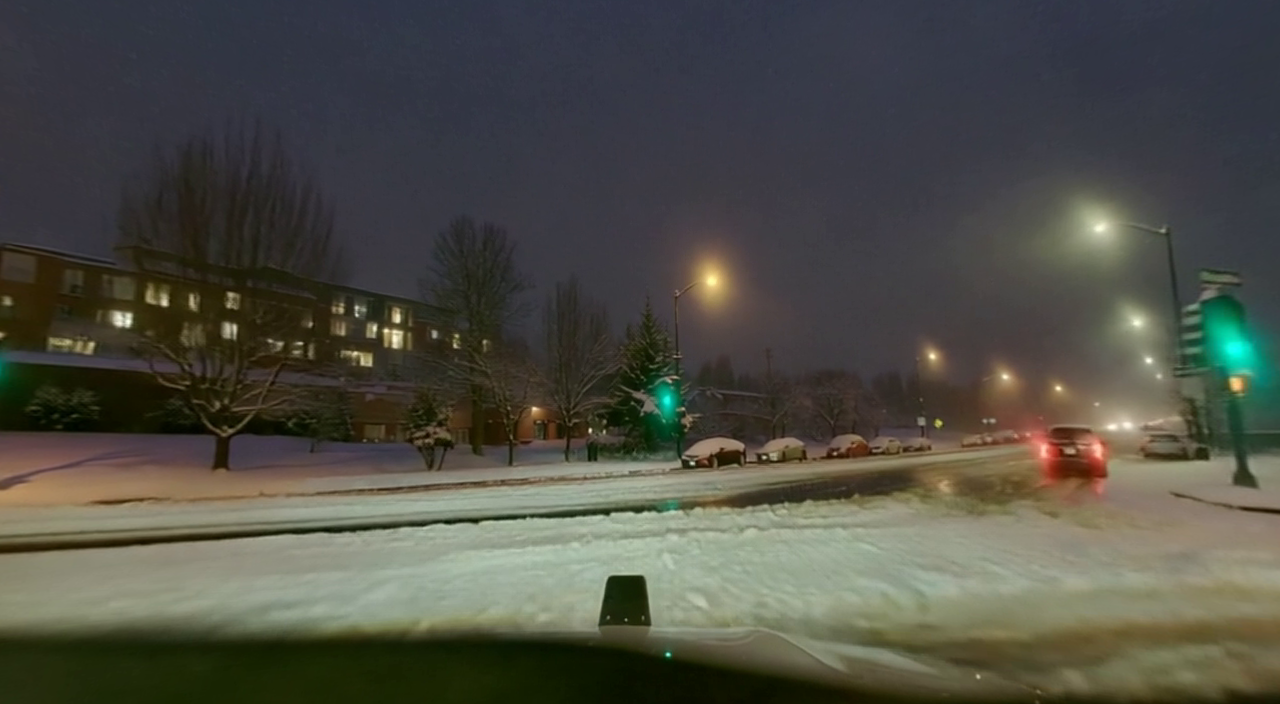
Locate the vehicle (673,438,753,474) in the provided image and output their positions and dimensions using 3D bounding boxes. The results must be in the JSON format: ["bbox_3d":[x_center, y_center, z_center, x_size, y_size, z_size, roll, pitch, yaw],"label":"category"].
[{"bbox_3d":[3.711,5.185,31.730,1.922,1.628,4.291,-7,-10,39],"label":"vehicle"}]

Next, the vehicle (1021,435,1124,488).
[{"bbox_3d":[13.844,3.464,20.470,2.148,1.488,4.508,-4,-9,27],"label":"vehicle"}]

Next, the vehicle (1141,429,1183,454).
[{"bbox_3d":[38.807,6.642,46.809,2.189,1.753,4.376,-7,-10,40],"label":"vehicle"}]

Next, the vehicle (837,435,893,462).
[{"bbox_3d":[13.366,5.680,37.295,1.852,1.465,4.092,-6,-10,38],"label":"vehicle"}]

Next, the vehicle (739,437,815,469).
[{"bbox_3d":[7.885,5.703,35.988,2.179,1.658,4.765,-7,-10,40],"label":"vehicle"}]
